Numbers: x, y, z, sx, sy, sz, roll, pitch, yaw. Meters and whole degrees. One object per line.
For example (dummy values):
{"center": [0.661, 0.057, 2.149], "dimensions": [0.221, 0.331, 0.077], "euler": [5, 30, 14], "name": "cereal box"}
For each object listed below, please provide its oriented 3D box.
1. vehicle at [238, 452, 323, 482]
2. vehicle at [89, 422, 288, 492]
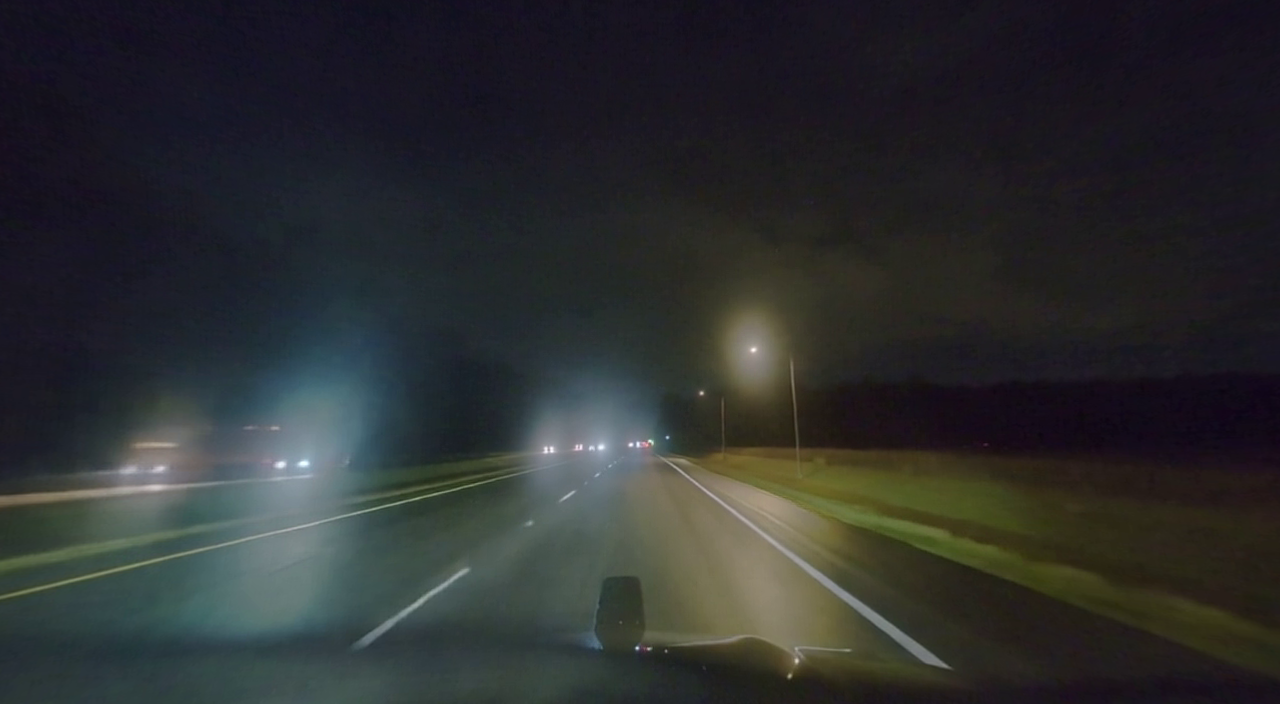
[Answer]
{"center": [-19.698, 6.293, 34.752], "dimensions": [1.974, 1.481, 4.441], "euler": [0, -9, 2], "name": "vehicle"}
{"center": [-23.305, 5.540, 33.666], "dimensions": [2.969, 3.150, 10.176], "euler": [0, -9, 1], "name": "vehicle"}
